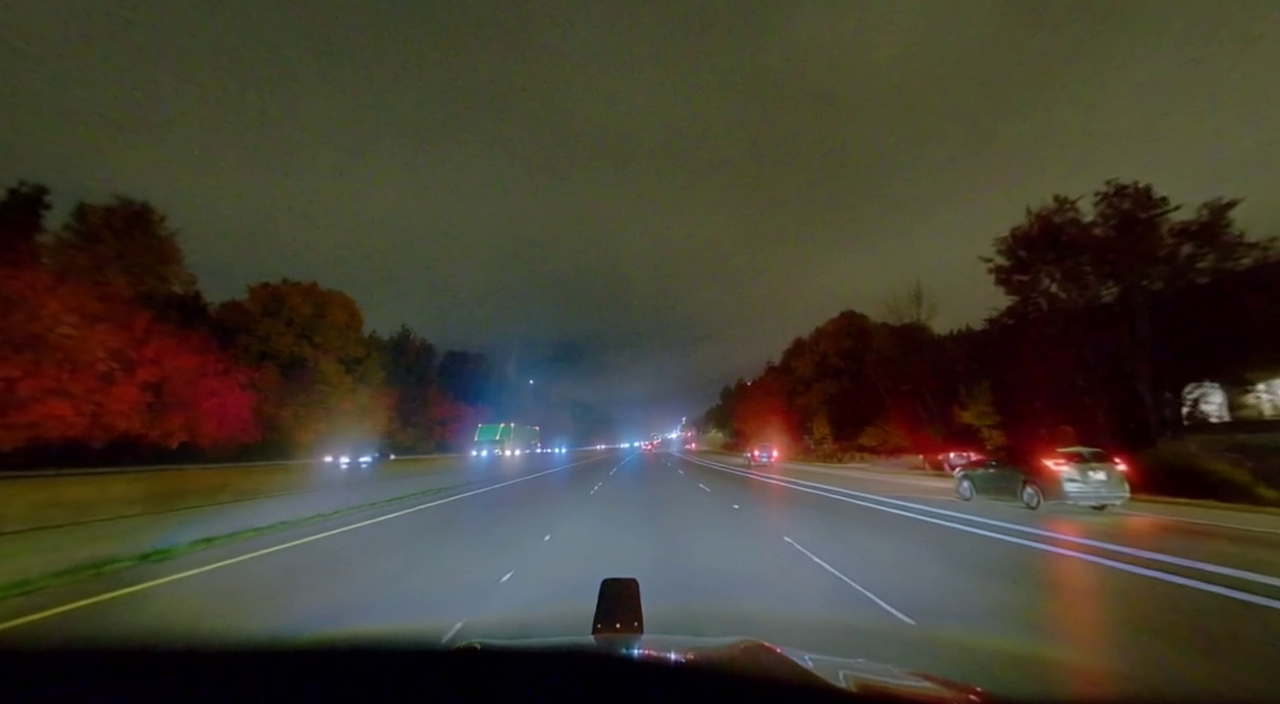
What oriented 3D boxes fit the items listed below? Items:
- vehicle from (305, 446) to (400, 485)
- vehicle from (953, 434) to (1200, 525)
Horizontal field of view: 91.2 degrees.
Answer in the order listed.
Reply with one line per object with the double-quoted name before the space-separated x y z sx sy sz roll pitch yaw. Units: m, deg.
"vehicle" -12.254 4.839 27.103 1.918 1.504 4.582 0 -9 0
"vehicle" 8.412 2.471 12.657 1.874 1.494 4.082 0 -9 -3
